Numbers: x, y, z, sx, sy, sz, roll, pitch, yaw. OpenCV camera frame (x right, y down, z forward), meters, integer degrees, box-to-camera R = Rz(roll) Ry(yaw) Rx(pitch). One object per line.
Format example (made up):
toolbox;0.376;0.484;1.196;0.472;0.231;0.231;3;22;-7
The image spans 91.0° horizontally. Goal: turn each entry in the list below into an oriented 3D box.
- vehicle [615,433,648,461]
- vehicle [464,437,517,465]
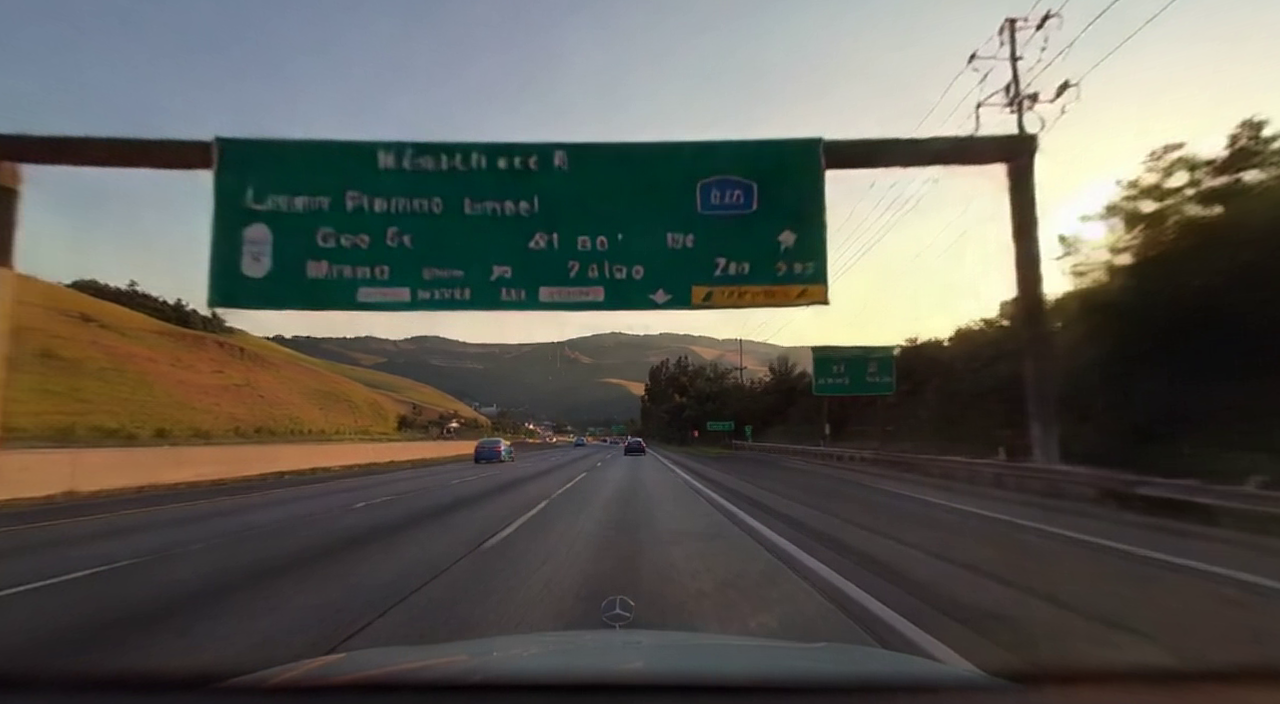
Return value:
vehicle;-0.576;6.223;41.192;2.040;1.715;3.906;0;-8;-1
vehicle;-8.618;5.732;36.651;2.047;1.486;4.306;0;-8;-1
